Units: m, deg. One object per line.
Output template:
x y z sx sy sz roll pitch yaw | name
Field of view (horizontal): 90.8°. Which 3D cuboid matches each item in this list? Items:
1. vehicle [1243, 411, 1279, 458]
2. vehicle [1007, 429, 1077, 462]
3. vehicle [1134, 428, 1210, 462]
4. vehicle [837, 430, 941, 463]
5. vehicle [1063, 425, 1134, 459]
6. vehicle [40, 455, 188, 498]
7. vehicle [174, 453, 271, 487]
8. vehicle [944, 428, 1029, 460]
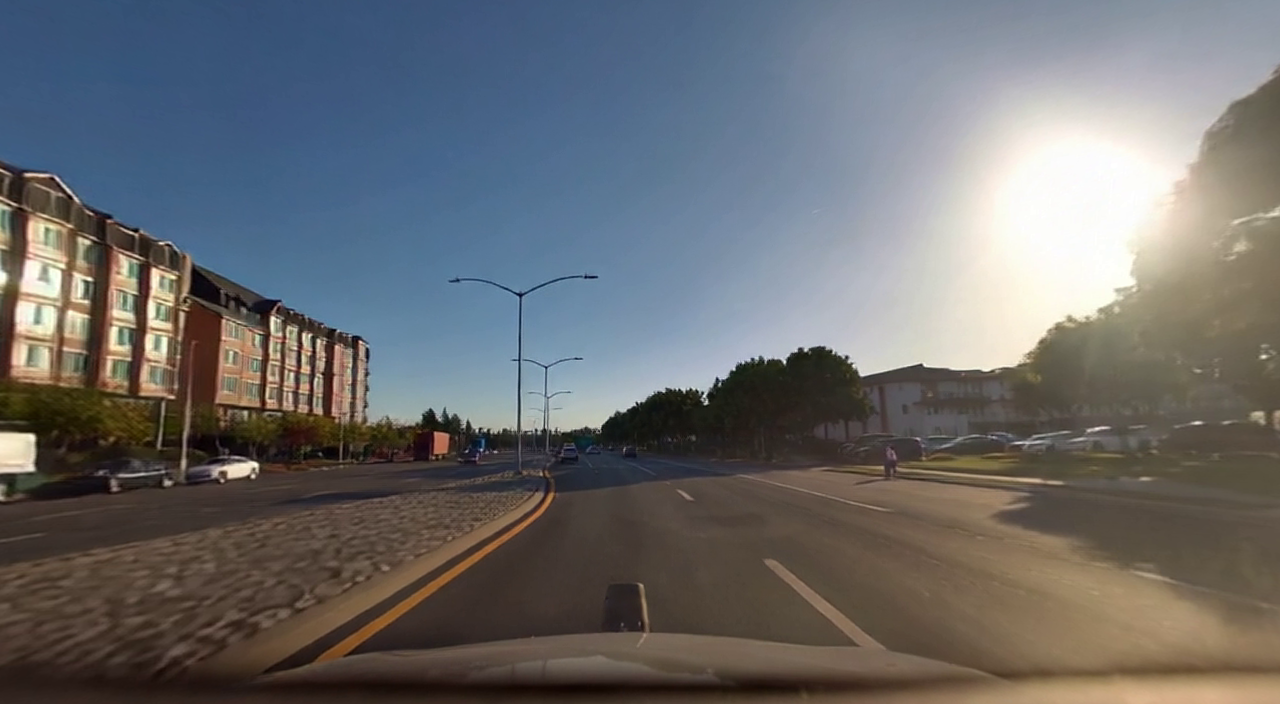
36.767 4.808 36.462 5.151 2.514 2.332 10 -13 -43 | vehicle
21.735 5.042 34.057 2.218 1.617 4.783 -8 -11 43 | vehicle
26.232 4.566 31.104 4.202 1.577 2.080 7 -11 -40 | vehicle
15.857 6.102 40.694 5.829 1.995 2.659 -2 -9 14 | vehicle
23.669 4.652 32.525 2.219 1.587 5.047 -8 -12 42 | vehicle
-20.845 4.933 25.402 1.924 1.476 4.957 0 -9 -4 | vehicle
-21.553 6.071 32.882 2.155 1.542 4.584 1 -9 -5 | vehicle
21.451 5.739 39.363 4.218 1.780 2.331 -1 -10 18 | vehicle
